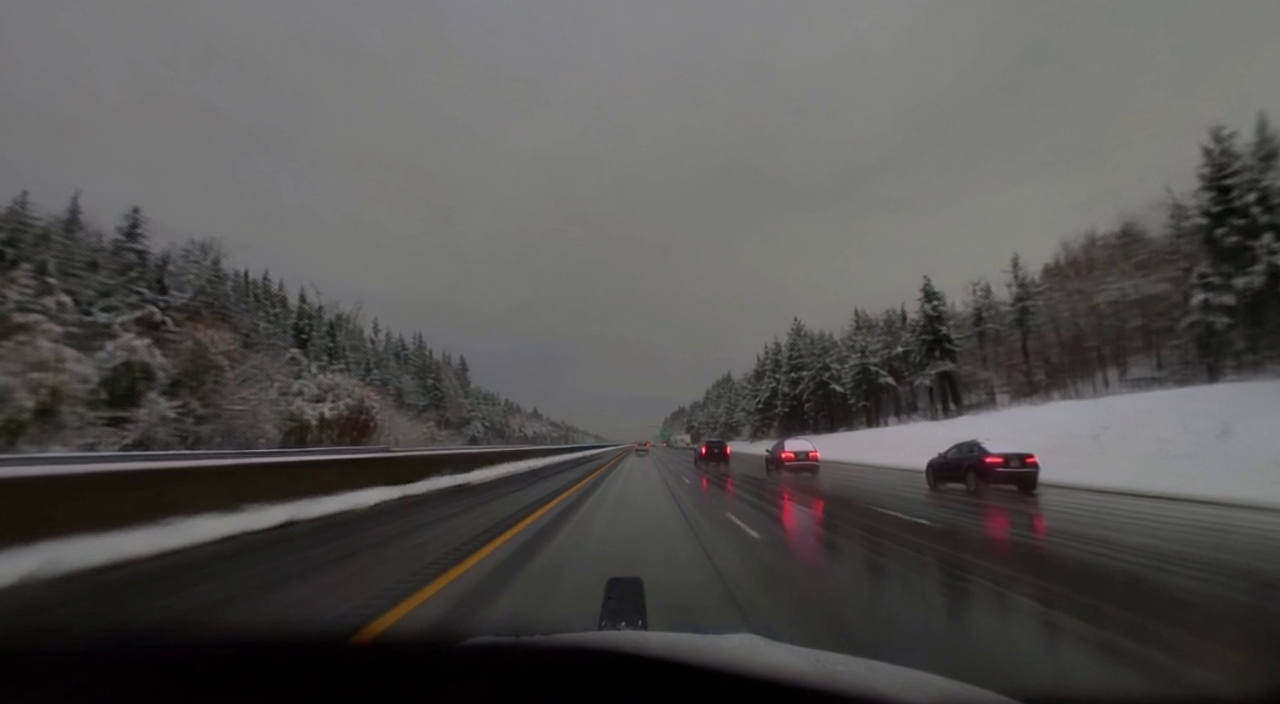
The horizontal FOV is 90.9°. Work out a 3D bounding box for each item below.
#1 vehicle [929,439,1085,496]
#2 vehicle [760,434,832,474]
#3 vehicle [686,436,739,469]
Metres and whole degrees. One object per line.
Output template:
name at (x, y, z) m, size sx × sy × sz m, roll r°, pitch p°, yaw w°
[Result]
vehicle at (10.698, 3.367, 18.871) m, size 1.970 × 1.479 × 4.480 m, roll 0°, pitch -8°, yaw 0°
vehicle at (7.238, 4.795, 29.833) m, size 2.178 × 1.749 × 4.570 m, roll 0°, pitch -8°, yaw -1°
vehicle at (3.824, 5.392, 33.928) m, size 2.326 × 1.644 × 4.206 m, roll 0°, pitch -8°, yaw -1°
